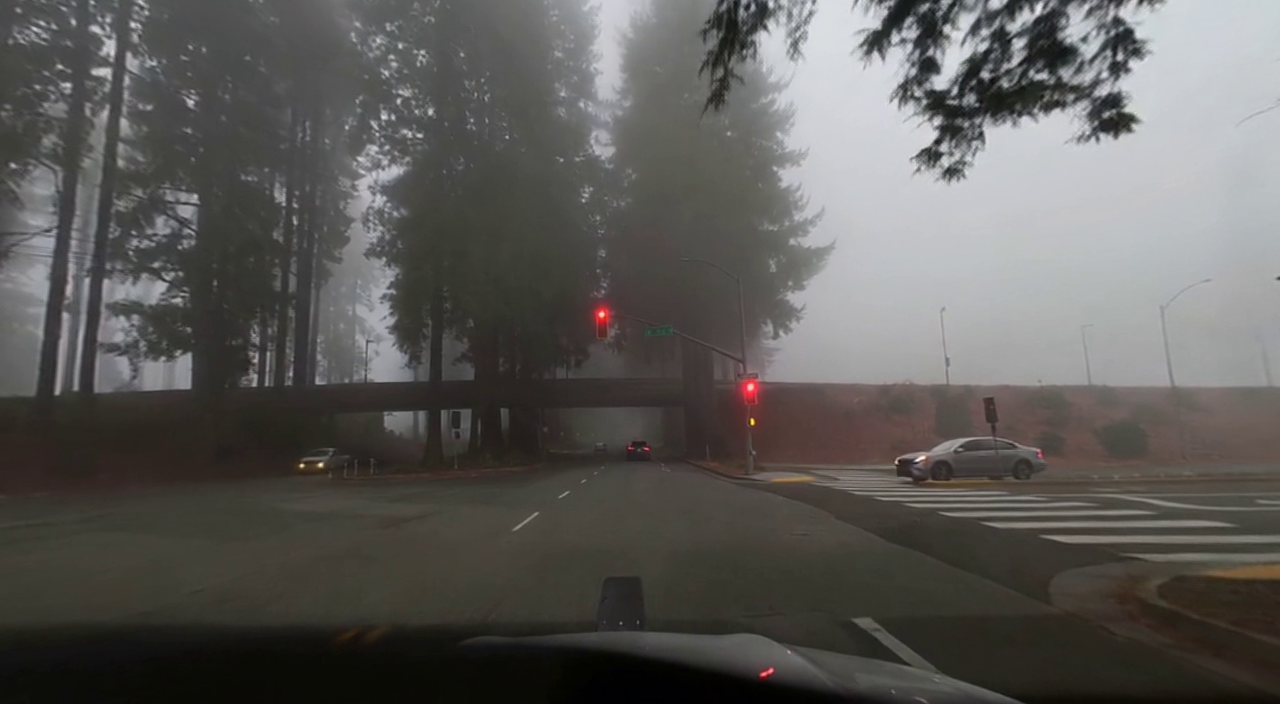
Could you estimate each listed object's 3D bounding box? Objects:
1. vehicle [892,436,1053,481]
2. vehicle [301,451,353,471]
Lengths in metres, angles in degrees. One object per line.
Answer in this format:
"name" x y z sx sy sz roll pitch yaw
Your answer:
"vehicle" 11.517 3.680 22.041 4.691 1.466 1.800 1 -9 -7
"vehicle" -24.072 8.371 48.727 1.834 1.482 4.310 0 -9 -1
